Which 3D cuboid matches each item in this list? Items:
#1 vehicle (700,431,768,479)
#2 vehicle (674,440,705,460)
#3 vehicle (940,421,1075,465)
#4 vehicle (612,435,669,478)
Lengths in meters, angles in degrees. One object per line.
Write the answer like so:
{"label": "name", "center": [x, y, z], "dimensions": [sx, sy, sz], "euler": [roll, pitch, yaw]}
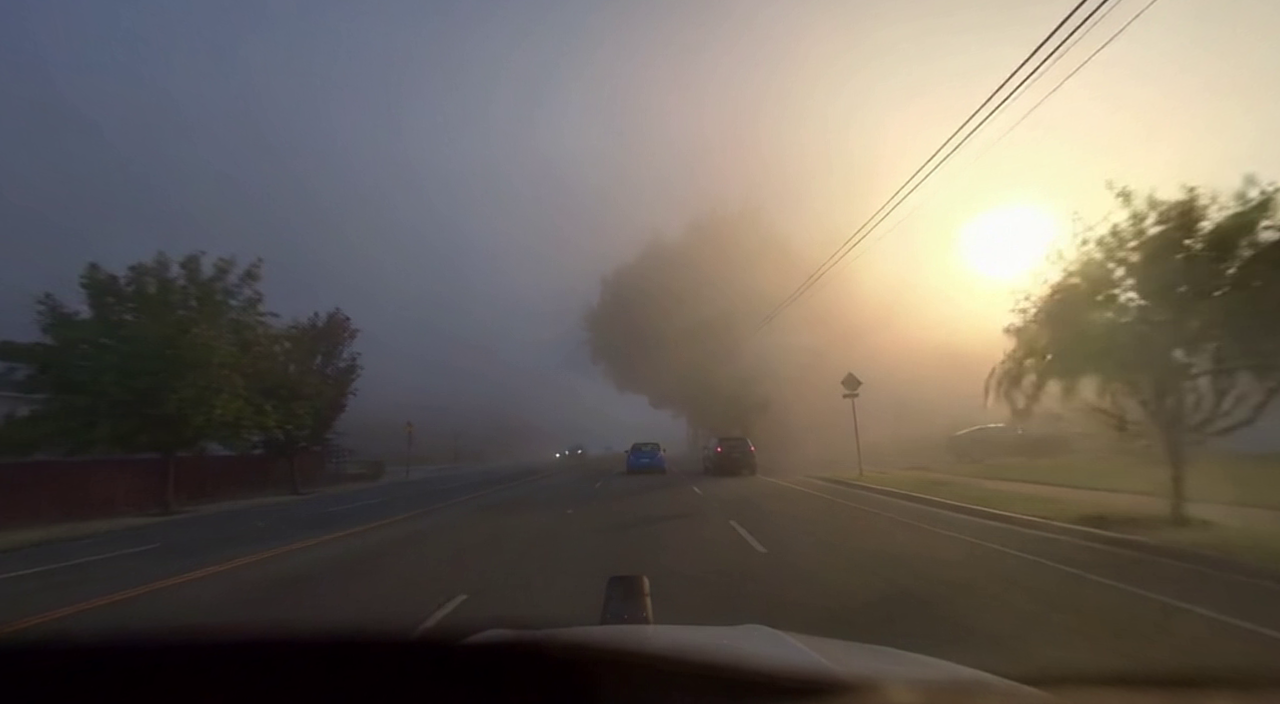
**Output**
{"label": "vehicle", "center": [3.644, 4.116, 25.362], "dimensions": [2.024, 1.711, 4.512], "euler": [0, -8, 0]}
{"label": "vehicle", "center": [3.822, 7.727, 49.654], "dimensions": [2.099, 1.463, 4.130], "euler": [0, -8, 0]}
{"label": "vehicle", "center": [15.404, 3.845, 26.615], "dimensions": [4.378, 1.754, 2.007], "euler": [0, -9, 0]}
{"label": "vehicle", "center": [0.033, 4.375, 26.674], "dimensions": [2.200, 1.653, 4.127], "euler": [0, -8, 0]}
